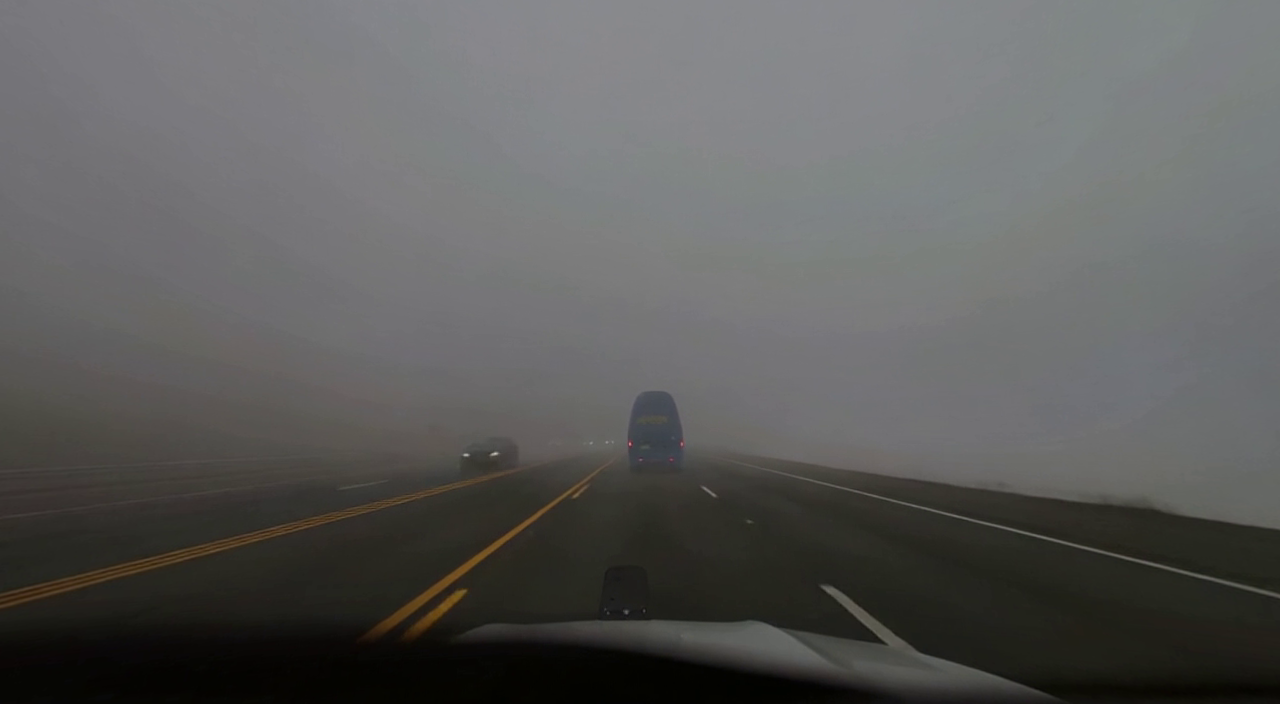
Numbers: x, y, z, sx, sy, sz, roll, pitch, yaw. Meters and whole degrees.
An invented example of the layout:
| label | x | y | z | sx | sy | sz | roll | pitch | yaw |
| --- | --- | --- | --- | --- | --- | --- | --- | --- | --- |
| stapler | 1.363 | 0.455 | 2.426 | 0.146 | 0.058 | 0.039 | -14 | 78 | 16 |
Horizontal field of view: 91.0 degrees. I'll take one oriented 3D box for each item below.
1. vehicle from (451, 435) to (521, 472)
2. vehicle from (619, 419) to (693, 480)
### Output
| label | x | y | z | sx | sy | sz | roll | pitch | yaw |
| --- | --- | --- | --- | --- | --- | --- | --- | --- | --- |
| vehicle | -7.888 | 5.228 | 32.752 | 2.271 | 1.756 | 4.718 | 0 | -8 | 2 |
| vehicle | 0.585 | 3.575 | 23.221 | 2.469 | 2.027 | 4.554 | 0 | -8 | 2 |
